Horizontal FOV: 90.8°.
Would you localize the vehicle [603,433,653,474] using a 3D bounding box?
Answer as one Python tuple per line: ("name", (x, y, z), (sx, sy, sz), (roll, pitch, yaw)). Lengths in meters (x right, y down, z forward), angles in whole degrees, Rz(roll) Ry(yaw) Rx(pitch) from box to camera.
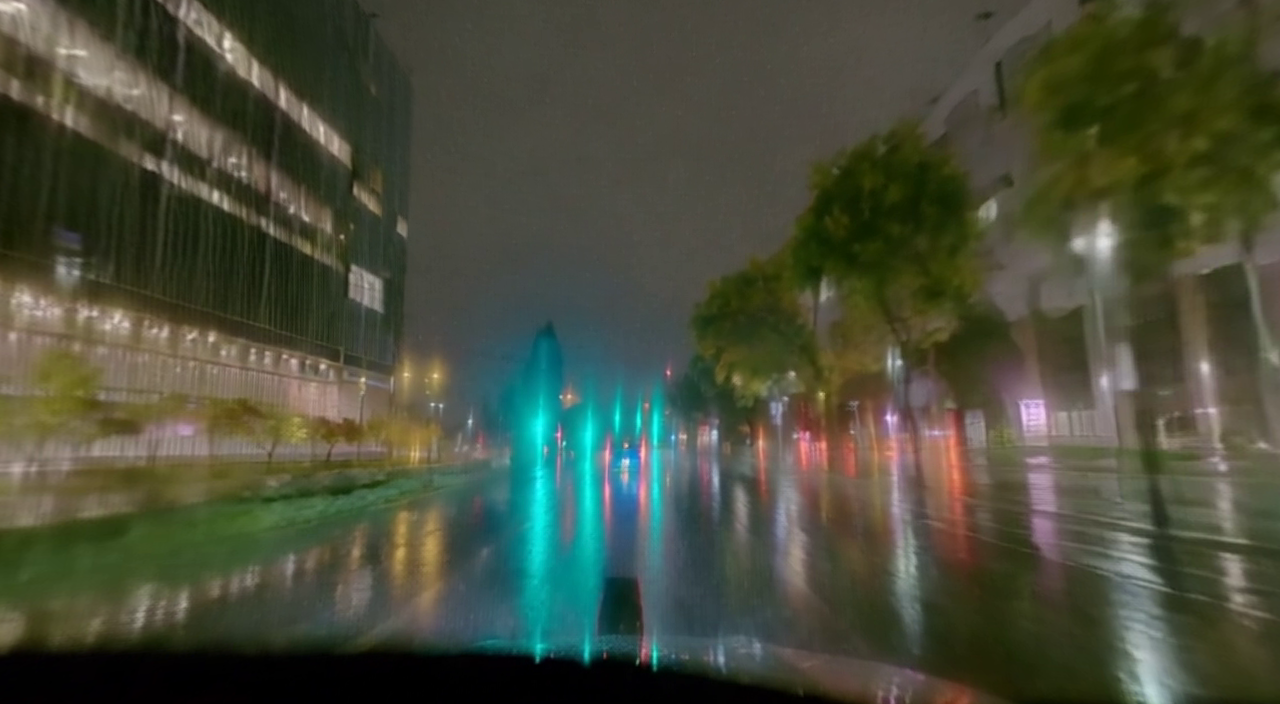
("vehicle", (-0.557, 4.970, 31.215), (2.313, 1.860, 4.319), (0, -8, 0))
